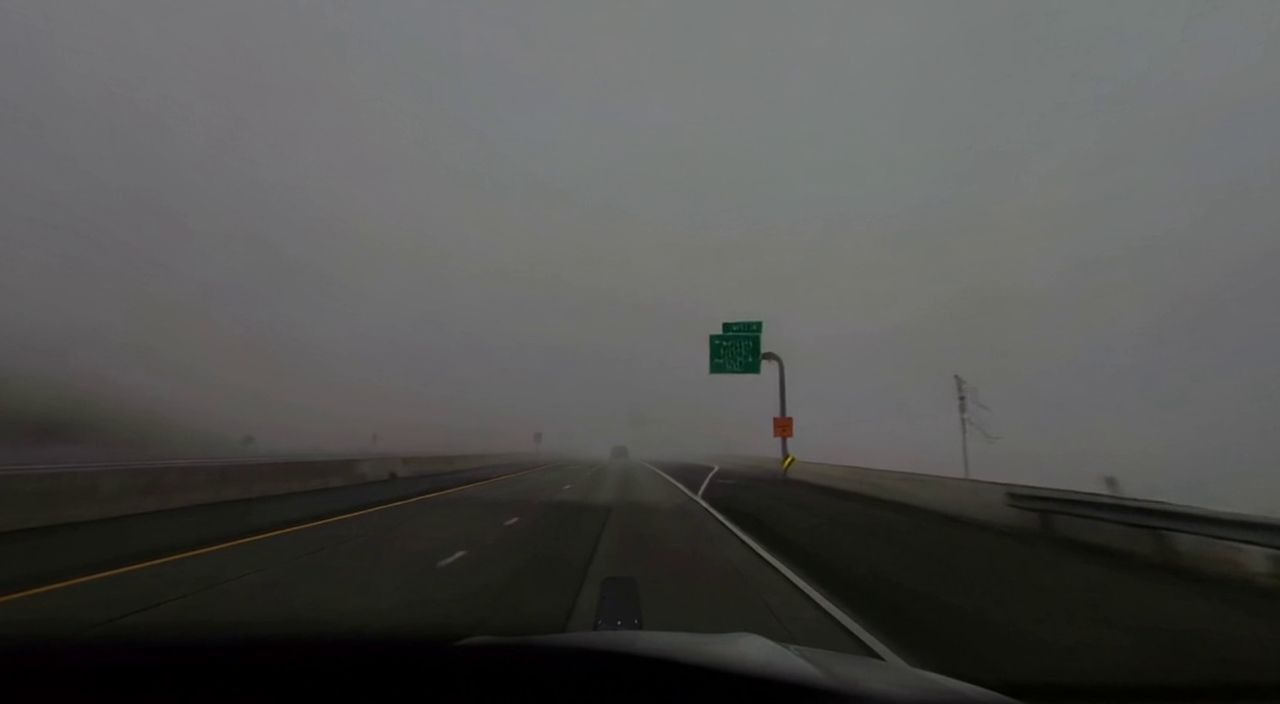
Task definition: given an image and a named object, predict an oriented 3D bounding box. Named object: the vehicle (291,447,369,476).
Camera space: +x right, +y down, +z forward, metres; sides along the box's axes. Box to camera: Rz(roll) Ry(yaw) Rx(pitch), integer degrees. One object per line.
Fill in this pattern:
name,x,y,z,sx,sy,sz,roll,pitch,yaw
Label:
vehicle,-16.975,5.998,34.586,1.878,1.490,4.785,0,-9,-1
